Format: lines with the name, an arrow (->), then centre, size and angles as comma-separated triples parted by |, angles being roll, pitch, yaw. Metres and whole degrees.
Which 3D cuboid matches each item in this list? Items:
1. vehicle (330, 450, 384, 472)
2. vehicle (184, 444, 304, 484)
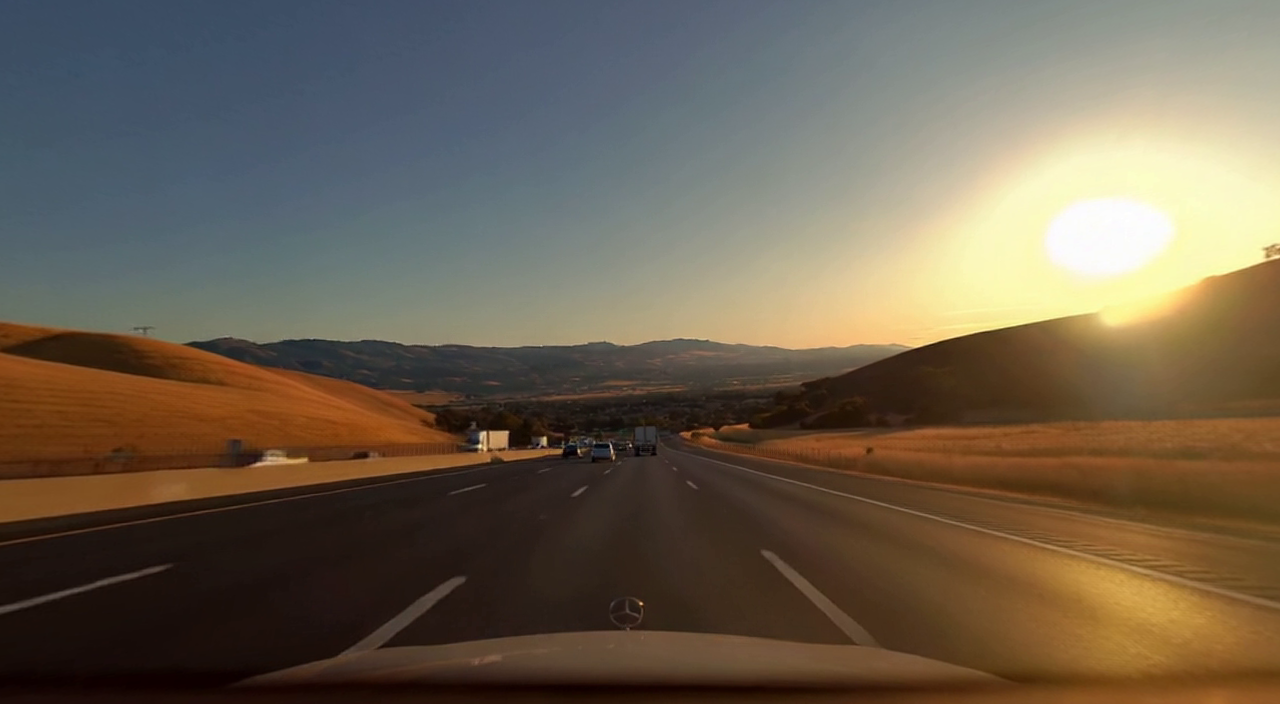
vehicle -> -20.979, 8.088, 46.995 | 1.836, 1.438, 4.618 | 0, -8, 1
vehicle -> -17.319, 4.902, 27.964 | 2.093, 1.576, 4.894 | 0, -8, 1
